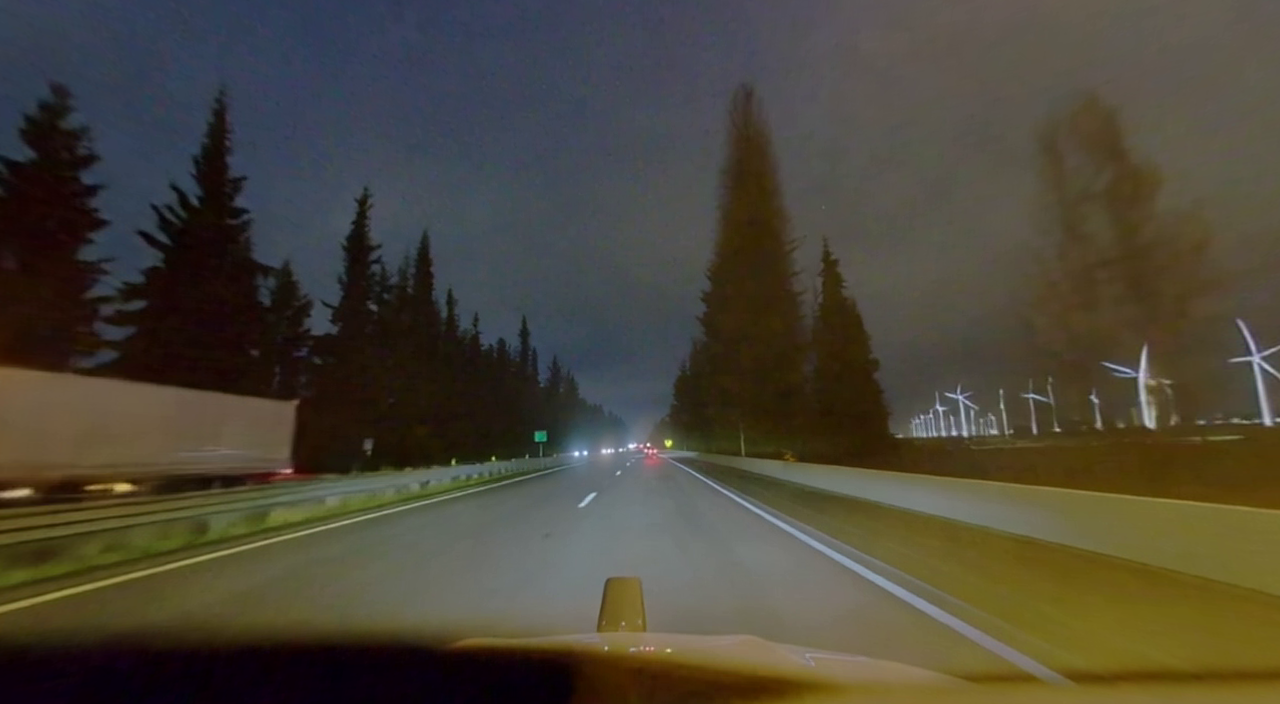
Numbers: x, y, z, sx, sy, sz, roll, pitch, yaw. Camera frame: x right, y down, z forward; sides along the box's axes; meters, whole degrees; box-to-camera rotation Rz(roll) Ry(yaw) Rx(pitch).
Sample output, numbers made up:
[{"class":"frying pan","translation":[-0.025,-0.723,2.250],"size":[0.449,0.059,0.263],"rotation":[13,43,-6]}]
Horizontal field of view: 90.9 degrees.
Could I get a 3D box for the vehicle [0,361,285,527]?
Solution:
[{"class":"vehicle","translation":[-16.179,2.797,18.794],"size":[3.075,3.796,13.505],"rotation":[0,-9,1]}]
